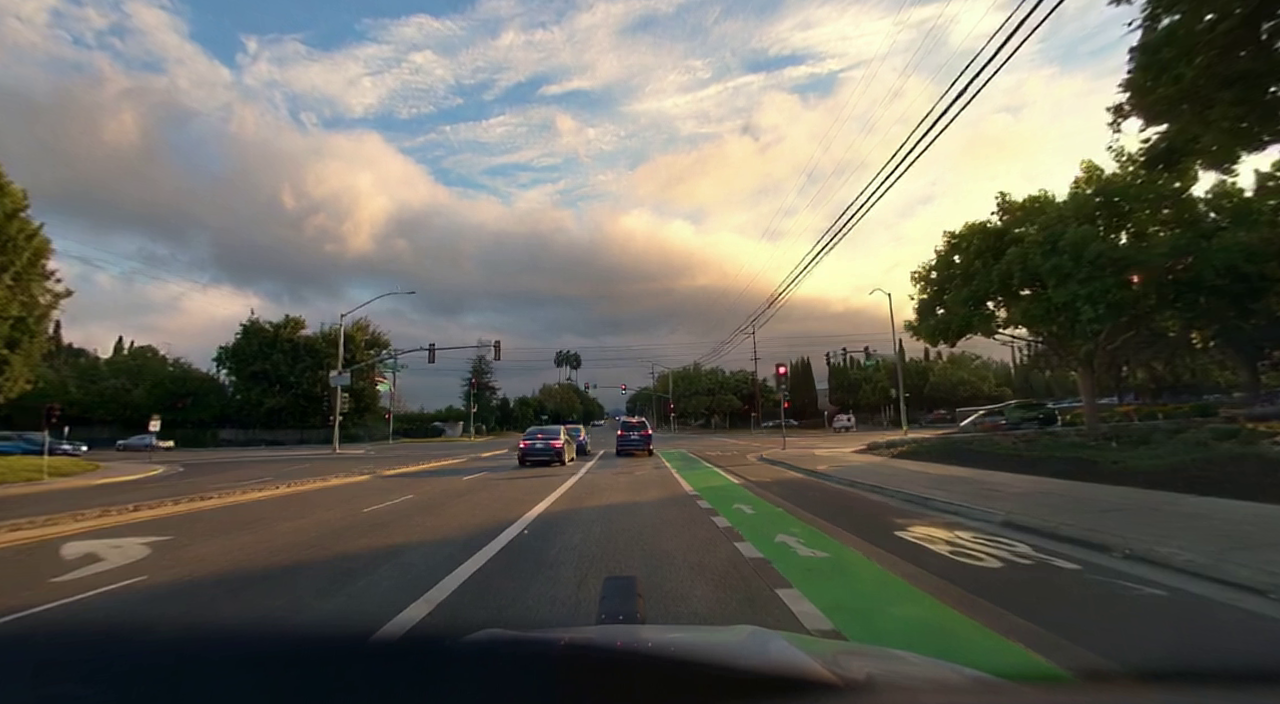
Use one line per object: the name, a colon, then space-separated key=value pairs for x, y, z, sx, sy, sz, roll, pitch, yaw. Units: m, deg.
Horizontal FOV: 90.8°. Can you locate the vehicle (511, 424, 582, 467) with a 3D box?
vehicle: x=-3.669 y=3.711 z=25.761 sx=2.138 sy=1.488 sz=5.327 roll=1 pitch=-6 yaw=-1

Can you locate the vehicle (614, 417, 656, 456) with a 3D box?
vehicle: x=-0.291 y=4.489 z=33.565 sx=2.036 sy=1.885 sz=5.196 roll=1 pitch=-8 yaw=-1
